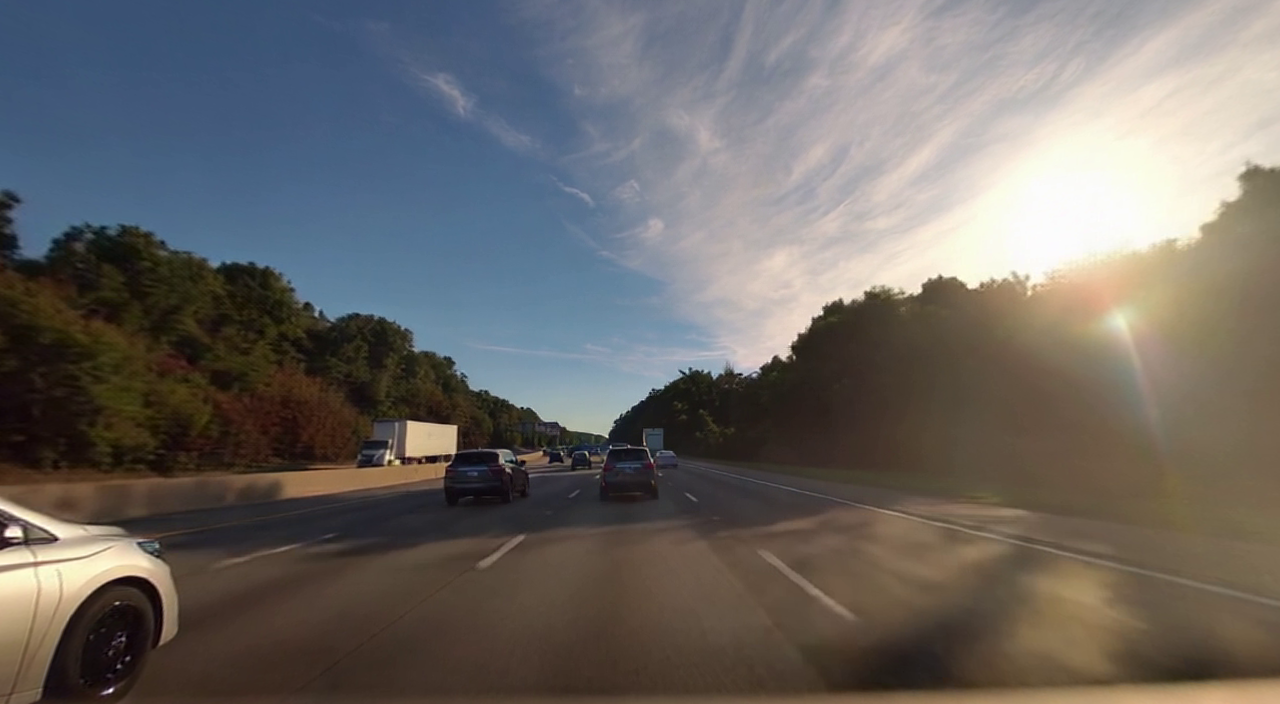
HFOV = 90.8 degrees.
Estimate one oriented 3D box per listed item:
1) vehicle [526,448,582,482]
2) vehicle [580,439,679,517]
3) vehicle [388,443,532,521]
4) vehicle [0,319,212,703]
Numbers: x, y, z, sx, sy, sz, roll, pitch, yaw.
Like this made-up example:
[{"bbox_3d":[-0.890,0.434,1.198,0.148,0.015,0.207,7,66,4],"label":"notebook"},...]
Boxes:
[{"bbox_3d":[-4.060,5.403,30.464,1.999,1.484,4.269,0,-9,1],"label":"vehicle"},{"bbox_3d":[-0.235,2.834,14.569,1.996,1.574,3.426,0,-9,-1],"label":"vehicle"},{"bbox_3d":[-3.871,2.877,14.491,1.988,1.501,4.438,0,-9,0],"label":"vehicle"},{"bbox_3d":[-3.961,0.618,1.559,2.243,1.889,4.949,0,-9,1],"label":"vehicle"}]
